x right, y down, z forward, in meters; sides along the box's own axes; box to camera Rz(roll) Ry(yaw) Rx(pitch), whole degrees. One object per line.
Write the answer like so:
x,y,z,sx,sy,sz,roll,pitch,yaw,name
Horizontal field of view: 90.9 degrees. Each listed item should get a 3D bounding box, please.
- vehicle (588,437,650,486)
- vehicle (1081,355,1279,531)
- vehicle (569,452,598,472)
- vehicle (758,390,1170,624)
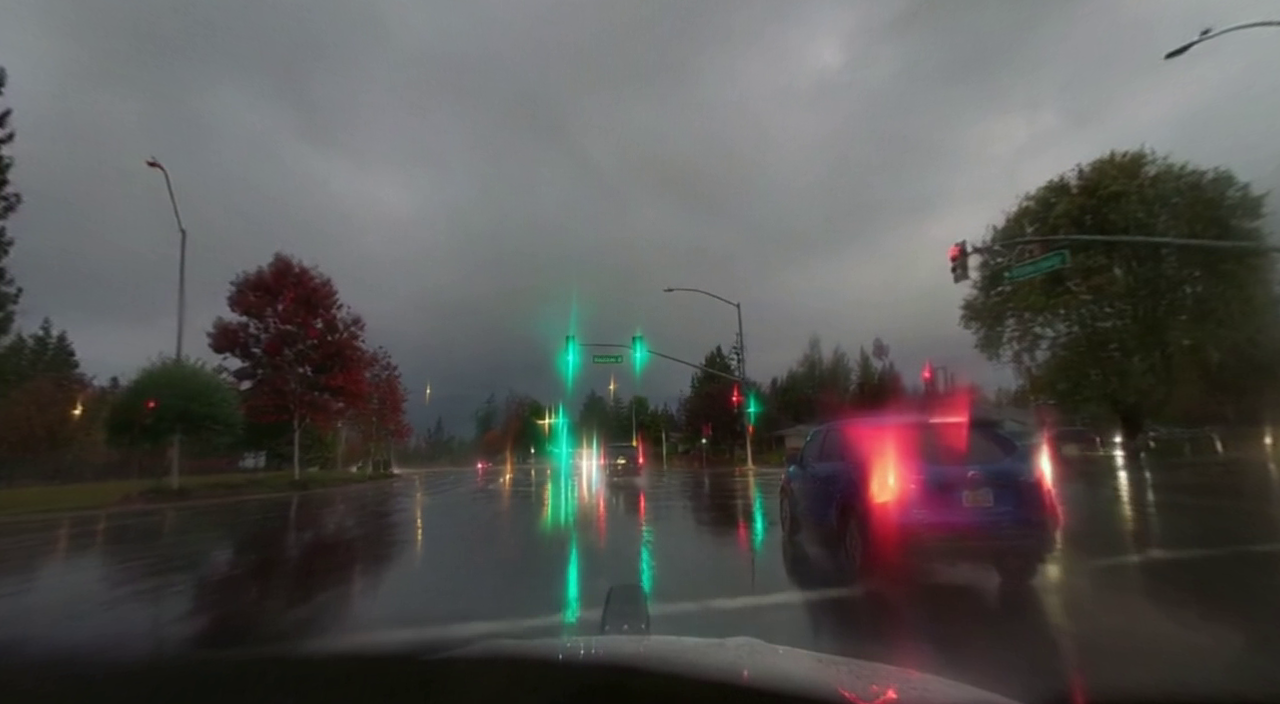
-0.989,4.498,26.294,2.185,1.822,4.583,1,-8,-7,vehicle
9.456,1.458,10.260,2.578,2.251,4.782,-4,-9,22,vehicle
-4.504,8.613,49.592,1.887,1.458,4.275,1,-8,-10,vehicle
2.798,1.455,6.947,2.024,1.686,4.588,0,-8,-1,vehicle
